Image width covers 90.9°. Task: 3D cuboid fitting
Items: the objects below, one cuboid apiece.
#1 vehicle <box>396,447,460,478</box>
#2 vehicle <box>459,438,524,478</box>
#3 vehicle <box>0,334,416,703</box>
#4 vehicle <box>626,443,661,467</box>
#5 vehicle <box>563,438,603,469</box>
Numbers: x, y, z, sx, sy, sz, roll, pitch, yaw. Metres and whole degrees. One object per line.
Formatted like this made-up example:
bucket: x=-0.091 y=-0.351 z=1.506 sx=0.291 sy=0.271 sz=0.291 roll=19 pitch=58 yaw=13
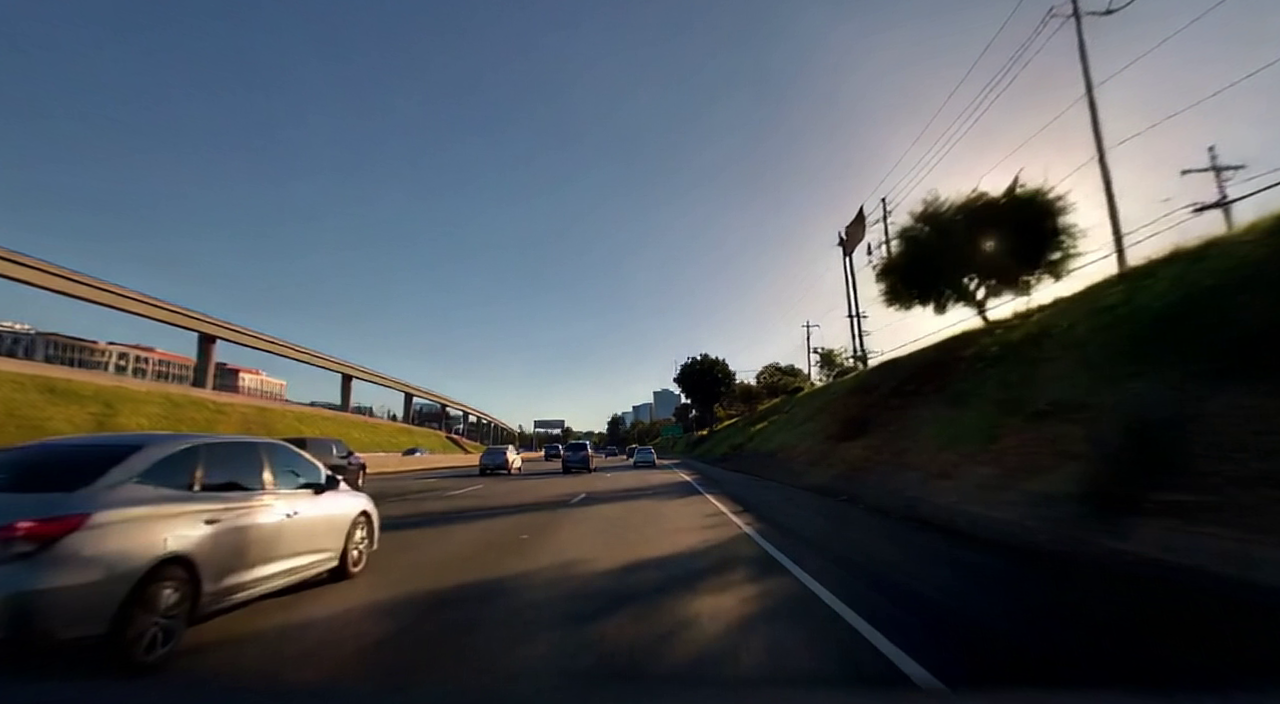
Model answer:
vehicle: x=-11.114 y=5.791 z=33.373 sx=1.894 sy=1.482 sz=4.372 roll=0 pitch=-8 yaw=0
vehicle: x=-7.250 y=5.197 z=31.249 sx=2.084 sy=1.815 sz=4.406 roll=0 pitch=-8 yaw=0
vehicle: x=-3.359 y=1.086 z=4.217 sx=2.052 sy=1.731 sz=4.372 roll=0 pitch=-8 yaw=1
vehicle: x=0.165 y=6.549 z=40.377 sx=2.074 sy=1.465 sz=3.977 roll=0 pitch=-8 yaw=-2
vehicle: x=-3.447 y=6.263 z=39.117 sx=2.093 sy=1.831 sz=4.712 roll=0 pitch=-8 yaw=-1
